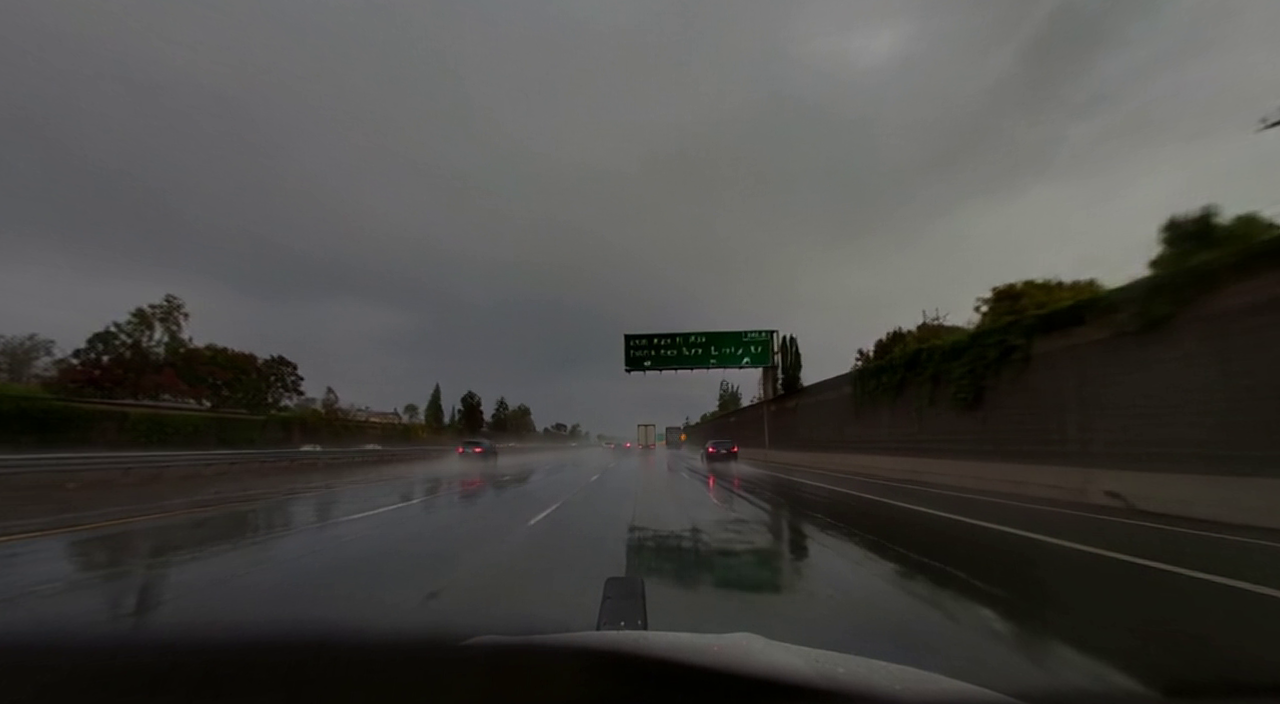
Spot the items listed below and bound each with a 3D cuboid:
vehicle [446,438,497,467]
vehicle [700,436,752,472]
[{"bbox_3d":[-10.805,6.477,40.615,1.998,1.712,4.671,0,-8,1],"label":"vehicle"},{"bbox_3d":[4.234,5.098,31.486,2.046,1.655,4.143,0,-8,0],"label":"vehicle"}]
